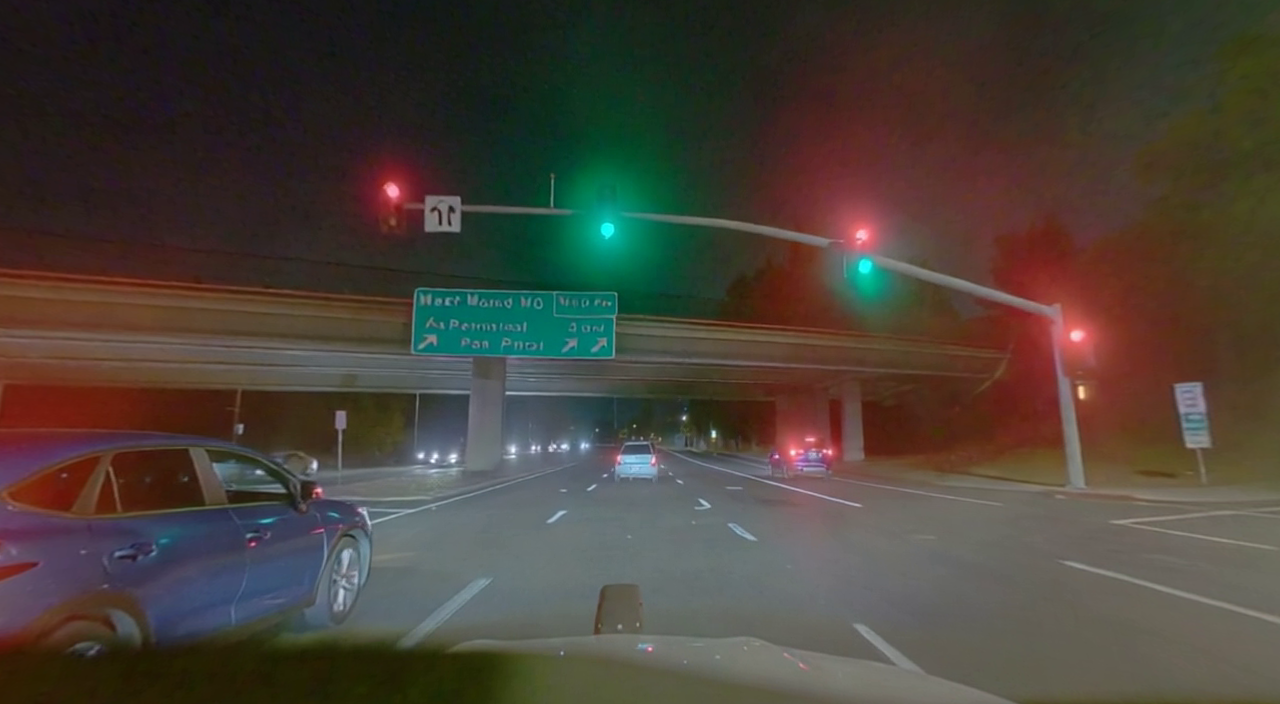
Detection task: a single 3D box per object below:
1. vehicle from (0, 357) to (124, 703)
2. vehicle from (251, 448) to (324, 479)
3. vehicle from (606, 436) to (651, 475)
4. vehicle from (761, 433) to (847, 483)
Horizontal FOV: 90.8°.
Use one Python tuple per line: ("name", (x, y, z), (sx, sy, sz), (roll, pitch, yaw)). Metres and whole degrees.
("vehicle", (-3.104, 0.564, 0.288), (1.880, 1.617, 4.565), (0, -8, 0))
("vehicle", (-18.407, 5.800, 33.236), (1.803, 1.504, 4.708), (1, -8, -9))
("vehicle", (-0.529, 5.111, 31.353), (2.060, 1.768, 4.681), (0, -8, 0))
("vehicle", (6.358, 4.156, 25.099), (2.074, 1.785, 4.320), (0, -8, -3))
